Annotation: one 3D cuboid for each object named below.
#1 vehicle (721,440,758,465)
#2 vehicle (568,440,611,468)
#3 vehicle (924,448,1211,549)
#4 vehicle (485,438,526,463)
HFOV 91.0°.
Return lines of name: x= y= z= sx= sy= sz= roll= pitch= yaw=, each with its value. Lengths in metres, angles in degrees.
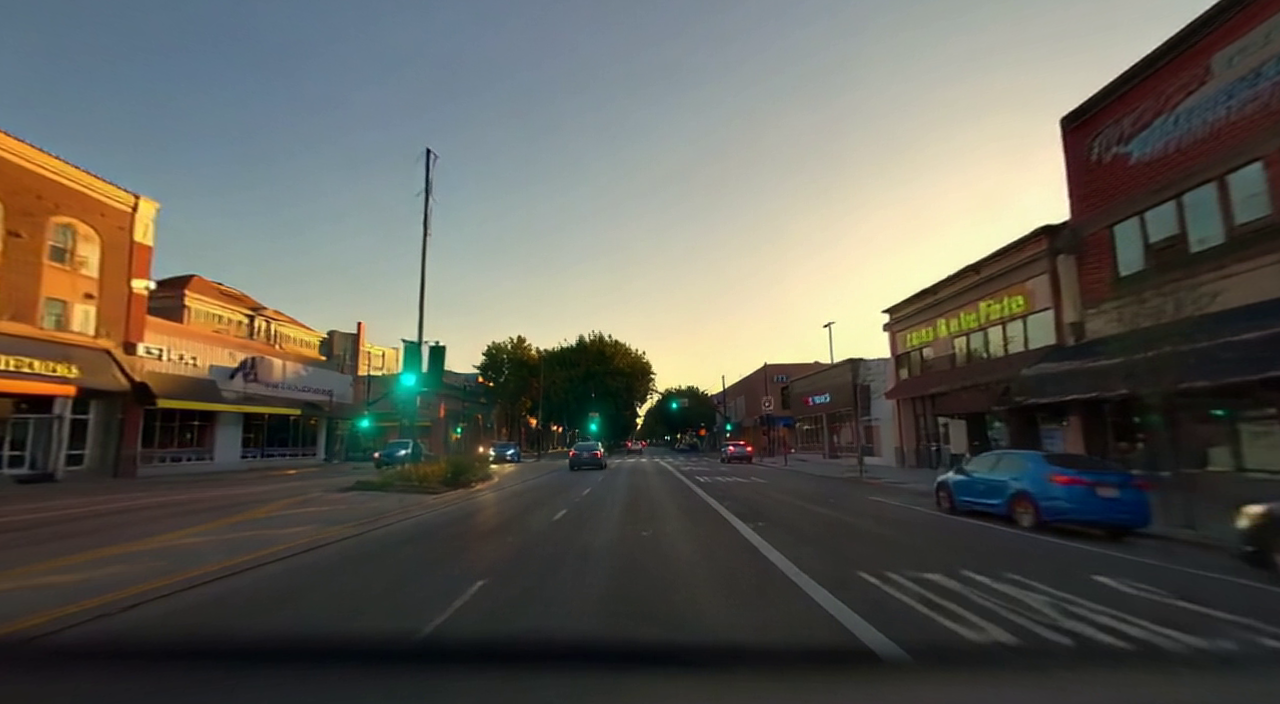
vehicle: x=7.285 y=7.376 z=46.343 sx=1.950 sy=1.686 sz=4.509 roll=0 pitch=-8 yaw=-1
vehicle: x=-2.822 y=5.816 z=35.997 sx=2.078 sy=1.471 sz=4.217 roll=0 pitch=-8 yaw=0
vehicle: x=7.294 y=2.487 z=11.518 sx=2.009 sy=1.429 sz=4.562 roll=0 pitch=-8 yaw=-1
vehicle: x=-10.385 y=7.646 z=48.934 sx=2.155 sy=1.830 sz=4.564 roll=0 pitch=-8 yaw=0
